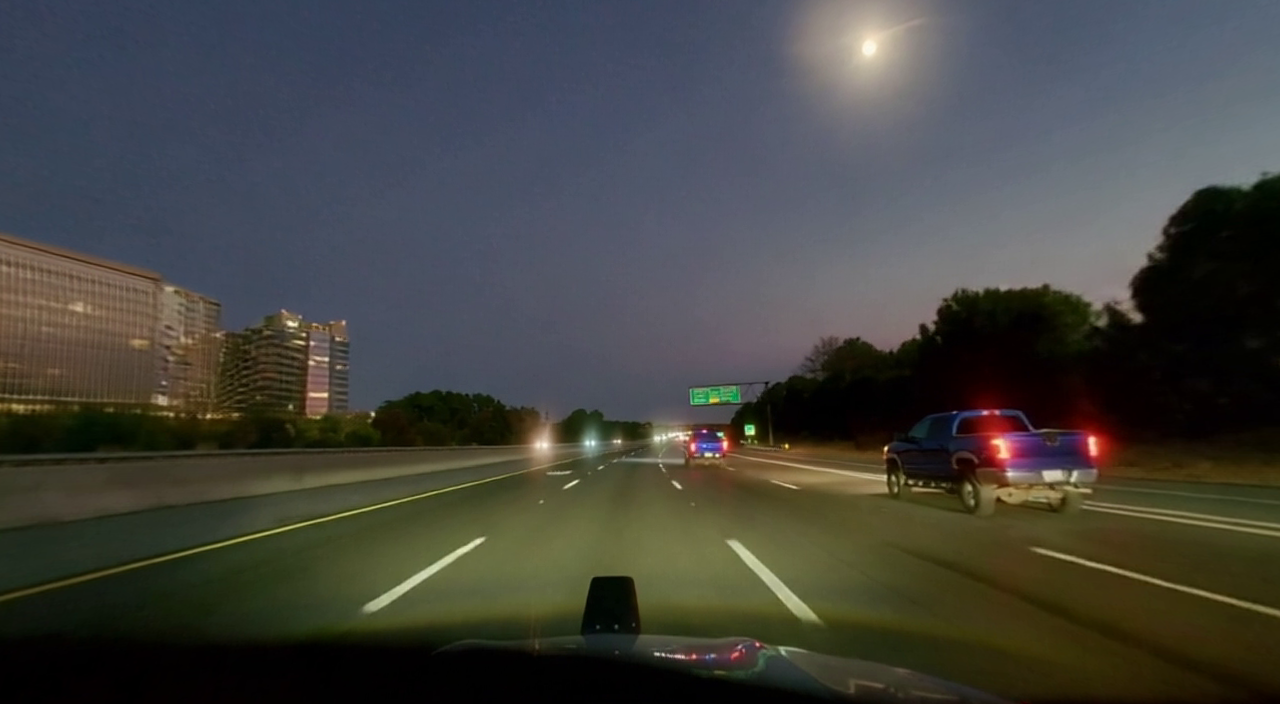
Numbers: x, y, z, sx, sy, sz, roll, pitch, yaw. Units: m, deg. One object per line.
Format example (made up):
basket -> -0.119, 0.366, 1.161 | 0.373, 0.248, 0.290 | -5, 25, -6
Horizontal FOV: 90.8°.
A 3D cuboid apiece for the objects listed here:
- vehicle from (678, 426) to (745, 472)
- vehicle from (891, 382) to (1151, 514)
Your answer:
vehicle -> 3.243, 4.570, 29.785 | 2.462, 1.984, 4.718 | 0, -9, -2
vehicle -> 7.684, 2.054, 13.691 | 2.158, 2.268, 5.396 | 0, -9, -1
